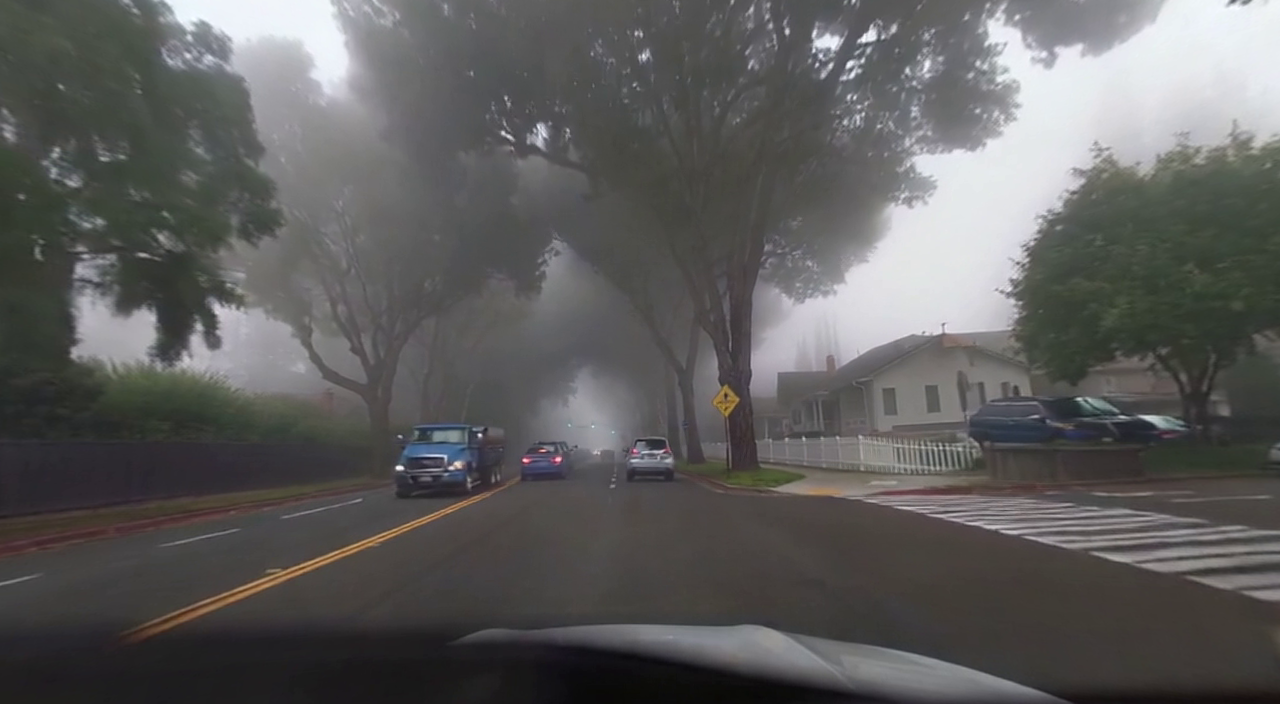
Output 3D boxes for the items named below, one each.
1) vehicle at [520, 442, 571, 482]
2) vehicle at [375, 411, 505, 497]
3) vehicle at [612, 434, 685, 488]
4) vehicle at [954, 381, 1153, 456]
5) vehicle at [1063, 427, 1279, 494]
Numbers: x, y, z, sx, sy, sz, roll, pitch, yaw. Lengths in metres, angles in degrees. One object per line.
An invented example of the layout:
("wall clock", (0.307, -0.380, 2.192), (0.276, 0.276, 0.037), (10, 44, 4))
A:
("vehicle", (-3.927, 4.632, 27.008), (1.919, 1.501, 4.509), (0, -8, -5))
("vehicle", (-7.243, 3.838, 24.191), (2.920, 2.707, 7.670), (0, -8, -4))
("vehicle", (0.176, 3.873, 22.796), (2.258, 1.682, 4.635), (0, -8, -4))
("vehicle", (16.018, 2.735, 24.824), (6.115, 2.590, 2.371), (-7, -10, 35))
("vehicle", (13.034, 2.567, 15.157), (4.462, 1.427, 1.886), (0, -8, -5))
